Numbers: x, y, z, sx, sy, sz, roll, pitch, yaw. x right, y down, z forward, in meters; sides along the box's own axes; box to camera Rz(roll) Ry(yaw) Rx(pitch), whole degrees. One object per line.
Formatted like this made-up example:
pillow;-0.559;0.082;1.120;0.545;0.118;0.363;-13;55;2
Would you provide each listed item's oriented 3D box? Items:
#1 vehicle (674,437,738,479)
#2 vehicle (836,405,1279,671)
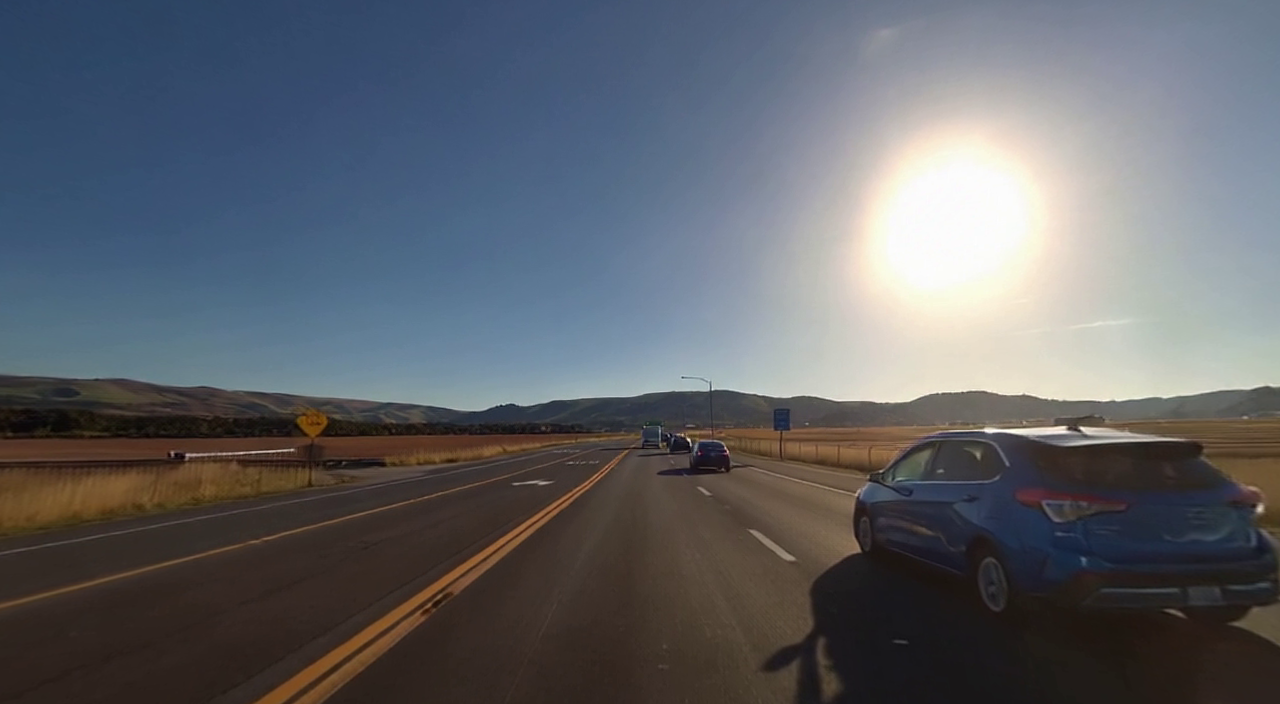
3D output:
vehicle;2.564;4.243;25.539;2.026;1.531;4.273;0;-8;-2
vehicle;3.434;1.376;5.722;2.007;1.534;3.976;0;-8;0
